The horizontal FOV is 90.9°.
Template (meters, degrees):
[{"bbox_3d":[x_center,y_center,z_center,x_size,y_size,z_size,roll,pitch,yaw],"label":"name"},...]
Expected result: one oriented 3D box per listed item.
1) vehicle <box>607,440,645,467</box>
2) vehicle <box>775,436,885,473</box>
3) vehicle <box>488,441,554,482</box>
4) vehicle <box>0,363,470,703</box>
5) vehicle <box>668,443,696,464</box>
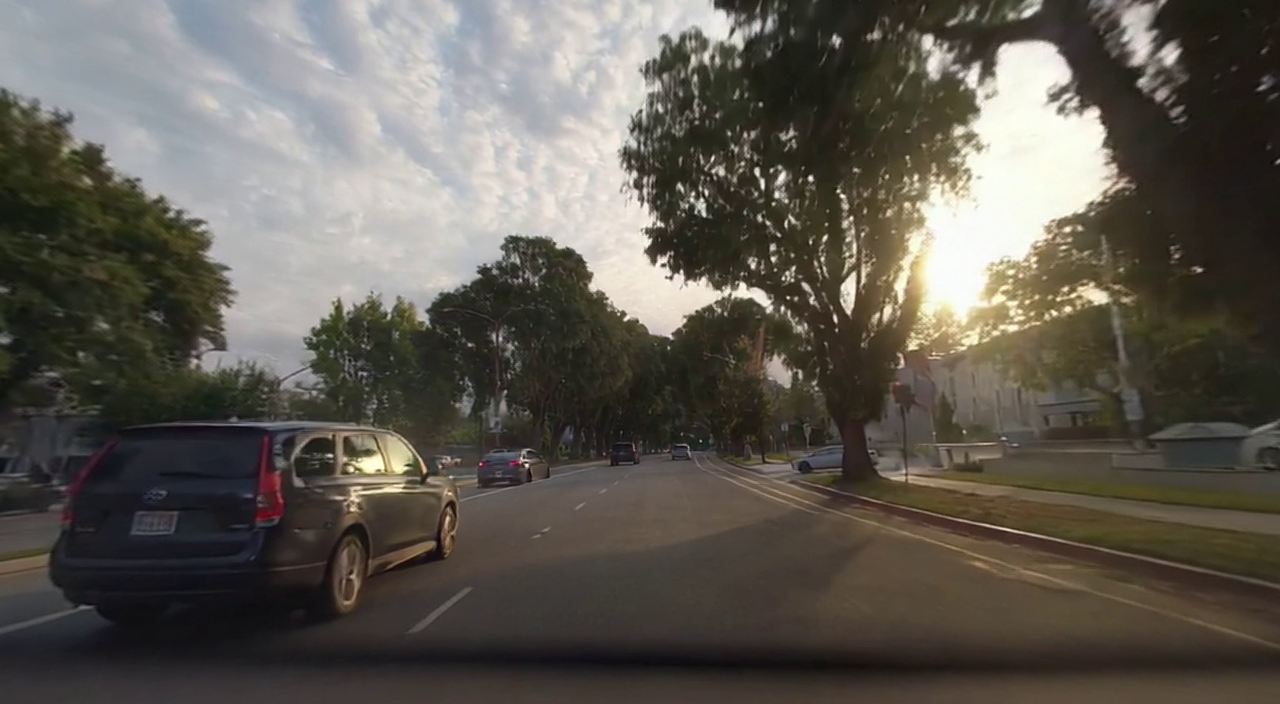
[{"bbox_3d":[-0.940,7.232,45.190,2.255,1.806,4.710,-1,-9,5],"label":"vehicle"},{"bbox_3d":[8.936,4.901,30.126,4.824,1.646,2.077,-2,-9,12],"label":"vehicle"},{"bbox_3d":[-5.389,5.016,29.126,1.985,1.708,4.310,-1,-9,4],"label":"vehicle"},{"bbox_3d":[-3.139,1.258,5.414,2.123,1.761,4.322,0,-9,0],"label":"vehicle"},{"bbox_3d":[3.308,8.008,49.819,2.088,1.597,4.309,-1,-9,3],"label":"vehicle"}]
